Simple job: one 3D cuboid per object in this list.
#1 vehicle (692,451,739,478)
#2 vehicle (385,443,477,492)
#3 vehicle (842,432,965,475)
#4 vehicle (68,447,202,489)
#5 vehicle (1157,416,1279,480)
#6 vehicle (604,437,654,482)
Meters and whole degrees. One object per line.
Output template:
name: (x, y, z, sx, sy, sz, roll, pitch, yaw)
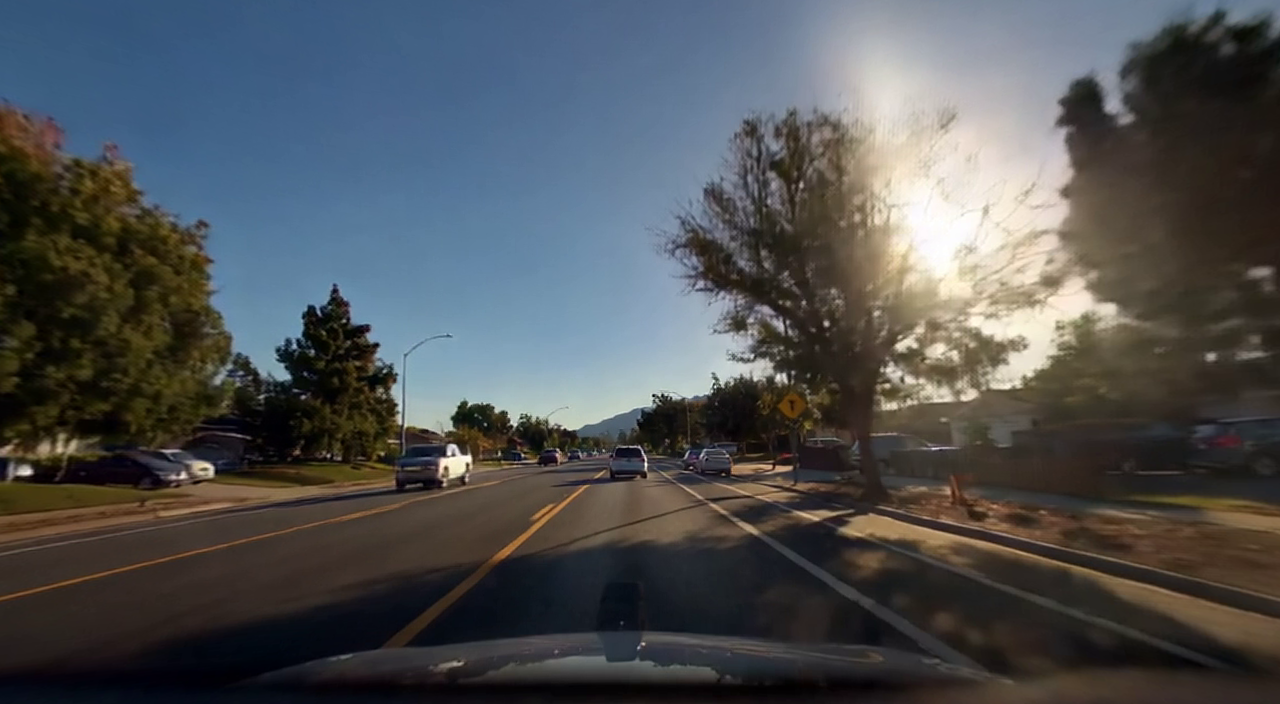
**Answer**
vehicle: (4.351, 6.556, 37.023, 1.963, 1.469, 4.709, 0, -9, -2)
vehicle: (-8.340, 4.636, 25.769, 2.114, 1.811, 4.949, 0, -9, -1)
vehicle: (12.350, 4.803, 29.871, 4.870, 1.926, 2.094, 0, -9, -1)
vehicle: (-21.304, 4.899, 26.774, 4.020, 1.635, 1.875, 0, -8, 2)
vehicle: (18.270, 2.778, 18.306, 4.648, 1.747, 2.108, 0, -9, 0)
vehicle: (-0.508, 4.995, 29.588, 2.153, 1.942, 4.767, 0, -9, -1)
